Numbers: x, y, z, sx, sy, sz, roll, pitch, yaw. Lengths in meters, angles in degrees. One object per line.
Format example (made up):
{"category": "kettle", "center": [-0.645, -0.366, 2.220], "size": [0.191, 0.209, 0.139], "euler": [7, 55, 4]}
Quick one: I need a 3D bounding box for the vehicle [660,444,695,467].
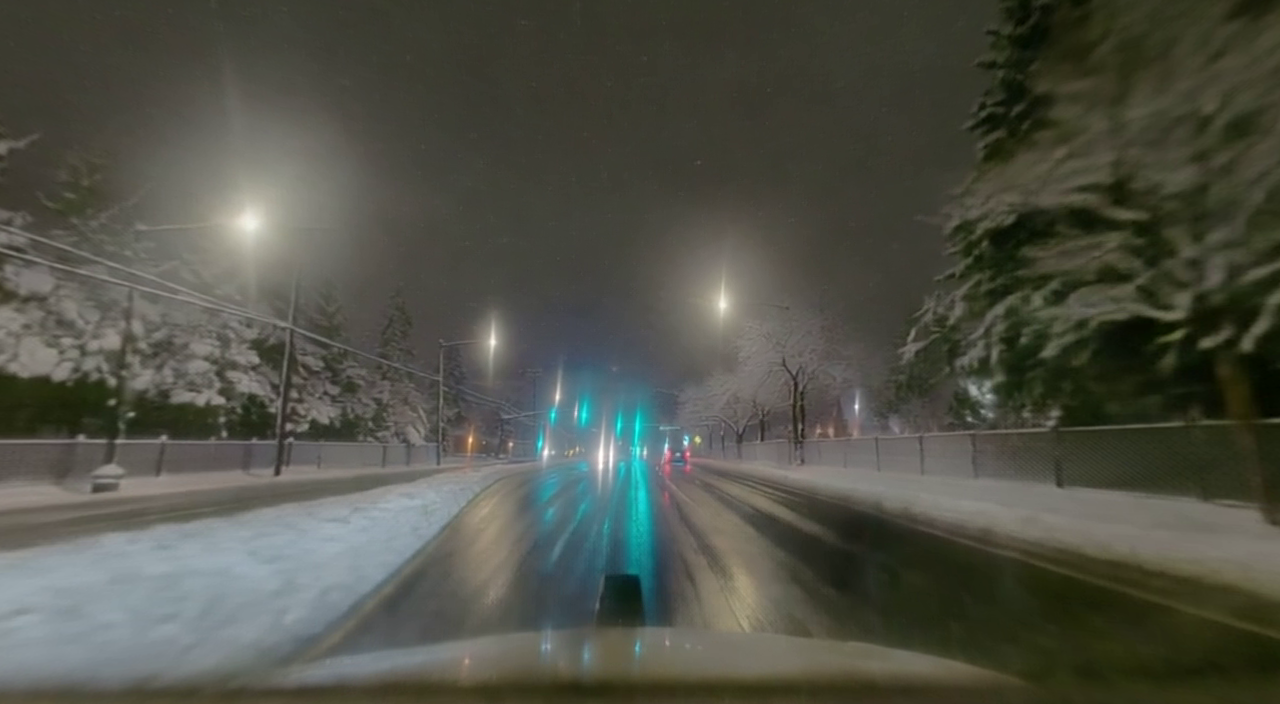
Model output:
{"category": "vehicle", "center": [2.515, 7.039, 43.074], "size": [2.105, 1.490, 4.008], "euler": [0, -9, -1]}
